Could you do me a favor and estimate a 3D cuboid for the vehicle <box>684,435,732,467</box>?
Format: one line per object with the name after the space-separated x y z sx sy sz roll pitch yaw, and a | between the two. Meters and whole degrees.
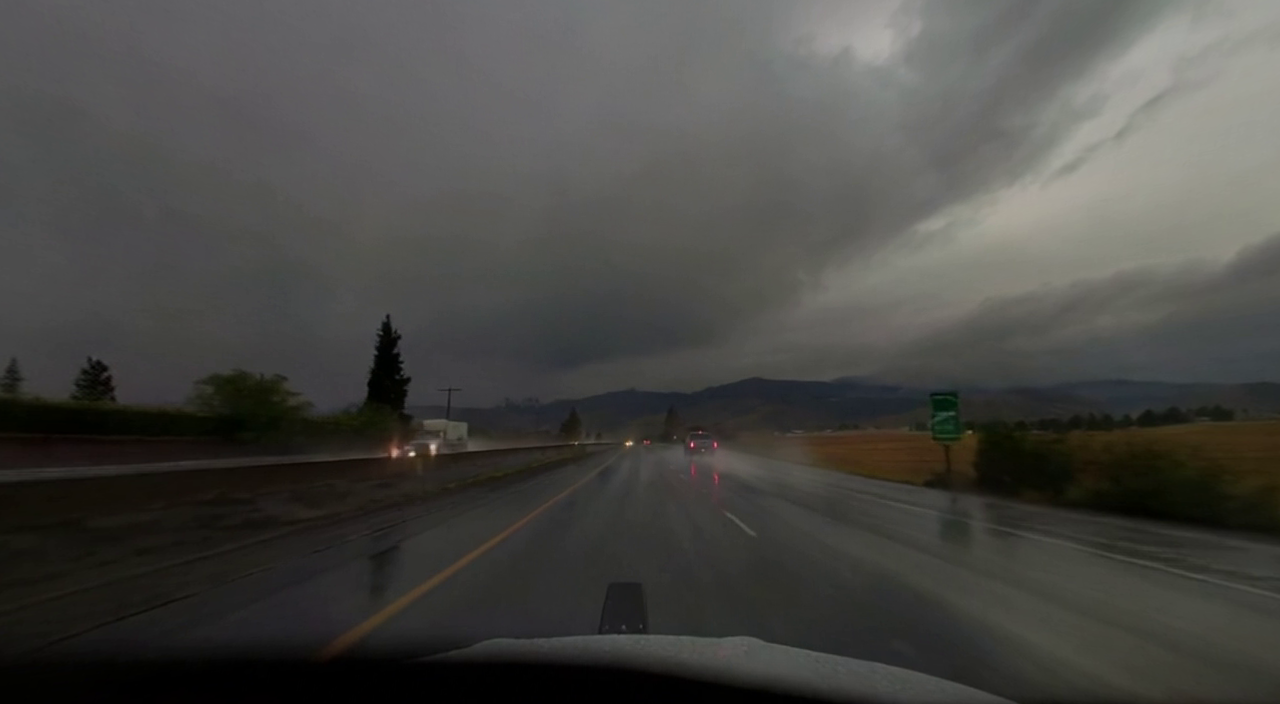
3.637 5.388 34.482 2.157 1.640 4.056 0 -8 1 | vehicle

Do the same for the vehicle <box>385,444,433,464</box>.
-17.818 7.844 48.861 1.878 1.474 4.501 0 -8 1 | vehicle
